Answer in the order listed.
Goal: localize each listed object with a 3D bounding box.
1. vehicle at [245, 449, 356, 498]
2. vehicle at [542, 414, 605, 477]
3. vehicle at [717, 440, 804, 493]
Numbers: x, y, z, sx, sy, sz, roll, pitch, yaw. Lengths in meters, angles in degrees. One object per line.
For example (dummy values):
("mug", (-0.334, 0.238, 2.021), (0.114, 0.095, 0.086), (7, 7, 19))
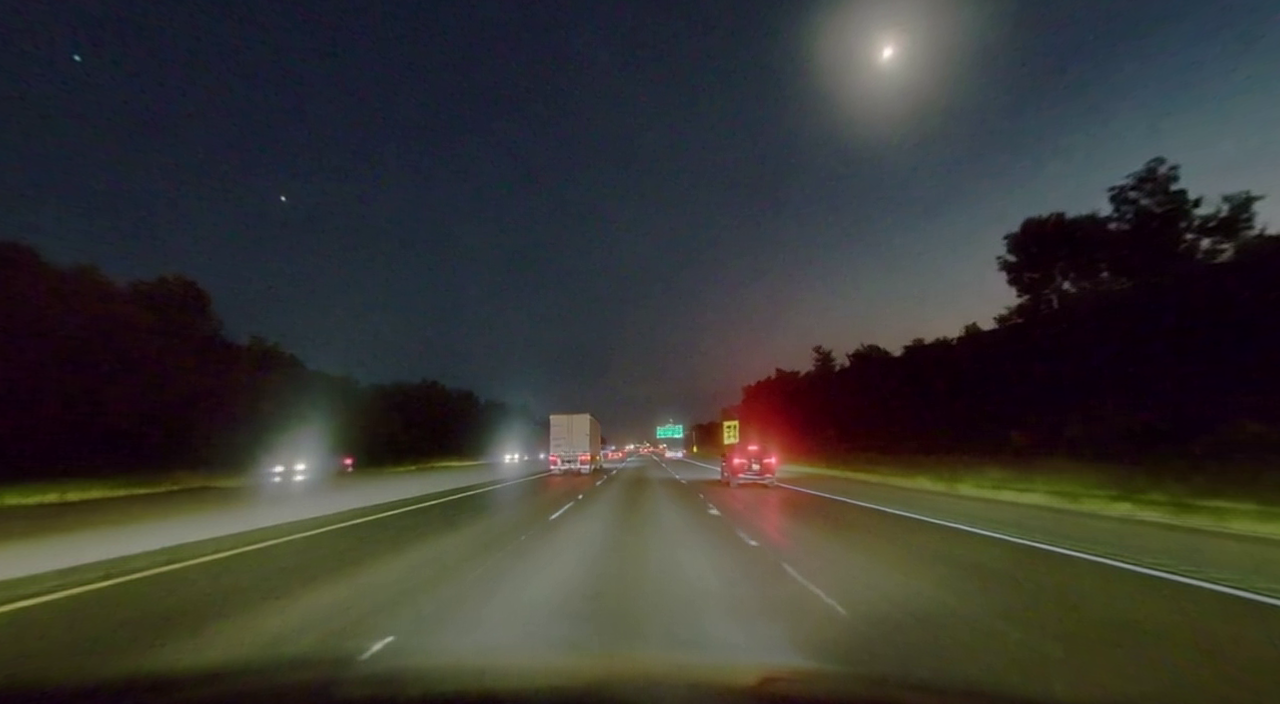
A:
("vehicle", (-11.615, 4.150, 21.904), (1.705, 1.524, 3.845), (0, -9, 0))
("vehicle", (-3.586, 5.280, 35.566), (2.667, 3.195, 6.731), (0, -9, 1))
("vehicle", (3.829, 3.708, 20.713), (1.983, 1.545, 4.038), (0, -9, -1))
